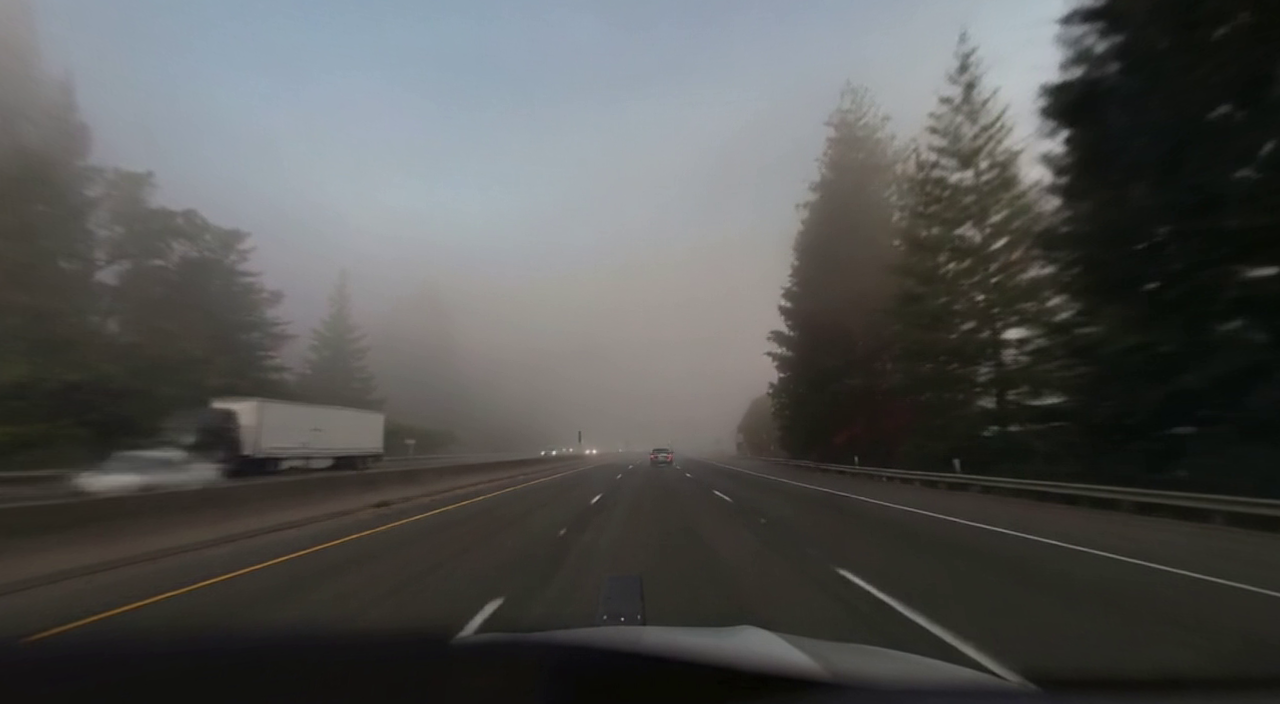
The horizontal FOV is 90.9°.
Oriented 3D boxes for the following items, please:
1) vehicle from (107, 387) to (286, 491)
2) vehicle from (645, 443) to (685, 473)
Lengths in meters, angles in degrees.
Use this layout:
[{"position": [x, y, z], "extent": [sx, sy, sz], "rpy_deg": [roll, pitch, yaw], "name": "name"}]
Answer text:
[{"position": [-18.915, 3.823, 27.512], "extent": [3.195, 4.035, 5.892], "rpy_deg": [0, -9, 1], "name": "vehicle"}, {"position": [1.409, 6.294, 37.456], "extent": [2.231, 1.652, 4.503], "rpy_deg": [0, -9, 1], "name": "vehicle"}]
